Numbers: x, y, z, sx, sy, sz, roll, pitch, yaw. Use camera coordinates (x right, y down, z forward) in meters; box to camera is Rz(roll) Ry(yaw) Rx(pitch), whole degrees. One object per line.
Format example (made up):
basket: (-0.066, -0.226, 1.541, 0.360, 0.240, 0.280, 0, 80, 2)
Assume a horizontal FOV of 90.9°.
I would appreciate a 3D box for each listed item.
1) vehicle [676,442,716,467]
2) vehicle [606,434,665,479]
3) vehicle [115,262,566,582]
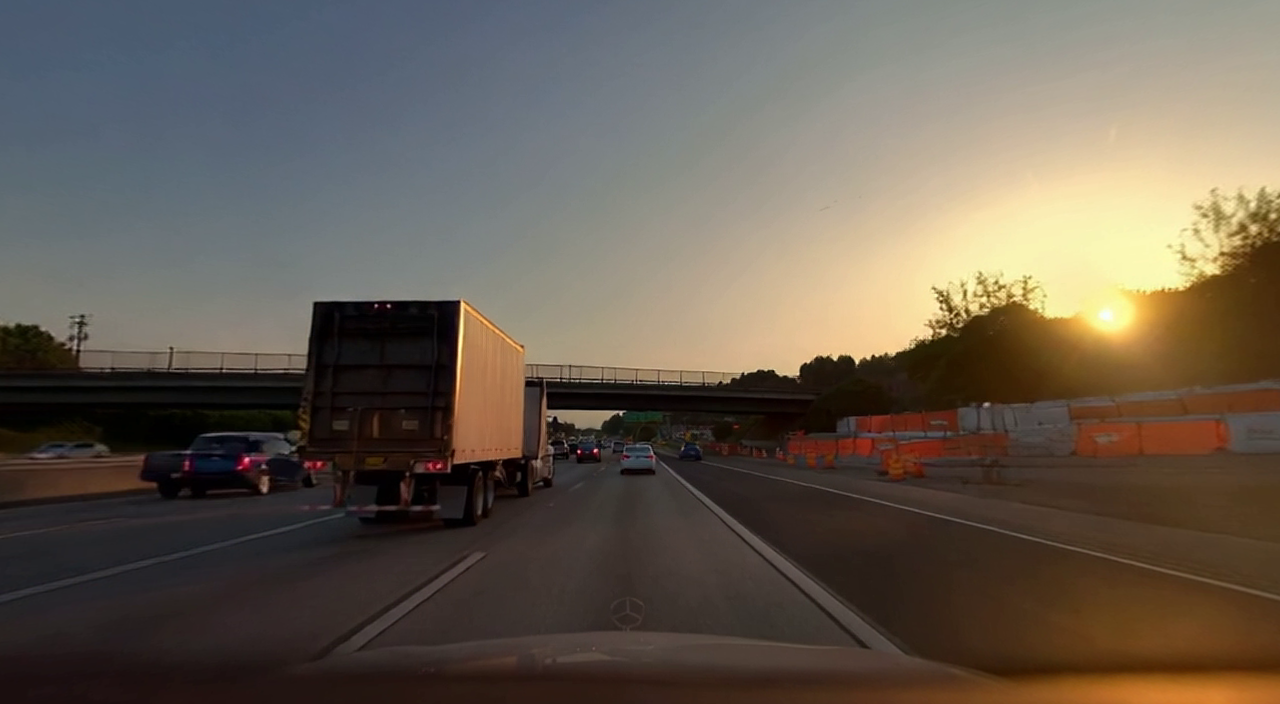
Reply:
vehicle: (3.415, 6.373, 39.334, 2.003, 1.465, 4.092, 0, -8, -1)
vehicle: (-0.182, 4.329, 26.436, 2.270, 1.696, 4.061, 0, -8, 0)
vehicle: (-3.672, 1.449, 12.013, 3.075, 3.276, 11.073, 0, -8, 1)
